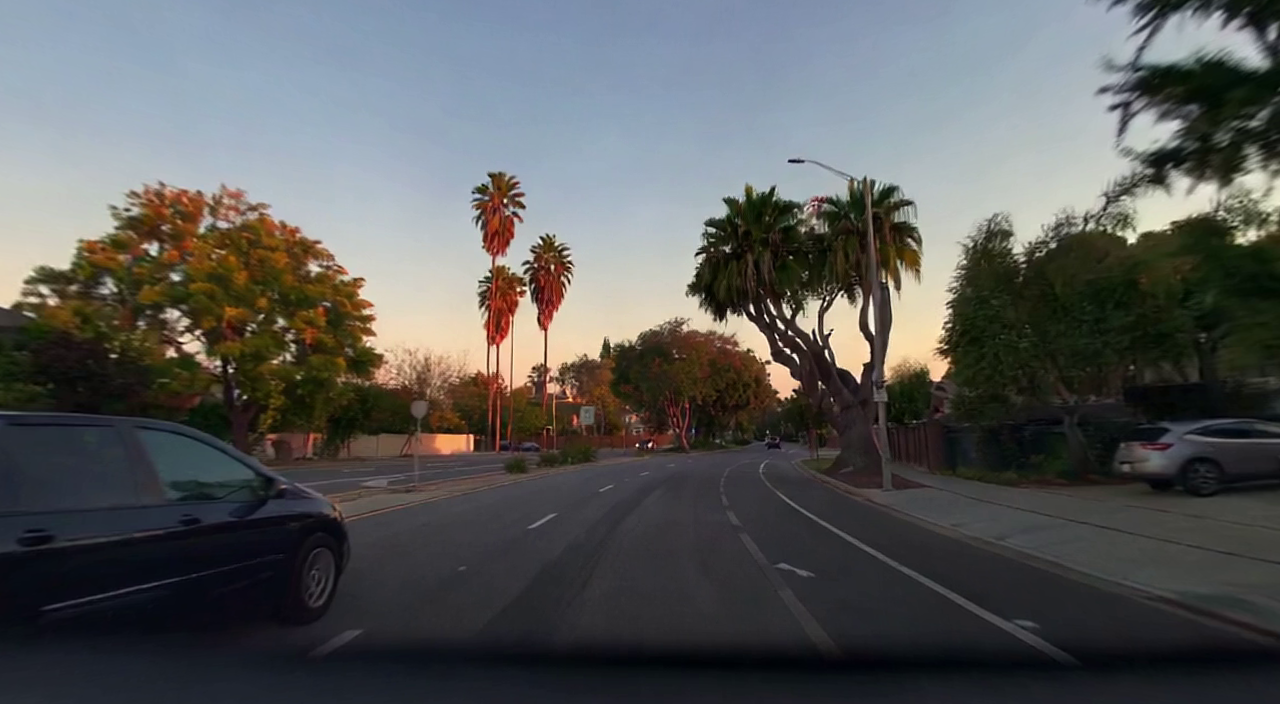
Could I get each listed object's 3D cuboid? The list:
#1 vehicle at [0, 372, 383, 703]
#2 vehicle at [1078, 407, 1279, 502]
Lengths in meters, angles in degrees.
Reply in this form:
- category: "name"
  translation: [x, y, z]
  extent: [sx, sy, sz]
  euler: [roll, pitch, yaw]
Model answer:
- category: "vehicle"
  translation: [-3.486, 0.966, 3.333]
  extent: [2.075, 1.498, 4.730]
  euler: [0, -9, 3]
- category: "vehicle"
  translation: [12.220, 2.099, 13.040]
  extent: [4.620, 1.782, 2.139]
  euler: [0, -9, 2]
